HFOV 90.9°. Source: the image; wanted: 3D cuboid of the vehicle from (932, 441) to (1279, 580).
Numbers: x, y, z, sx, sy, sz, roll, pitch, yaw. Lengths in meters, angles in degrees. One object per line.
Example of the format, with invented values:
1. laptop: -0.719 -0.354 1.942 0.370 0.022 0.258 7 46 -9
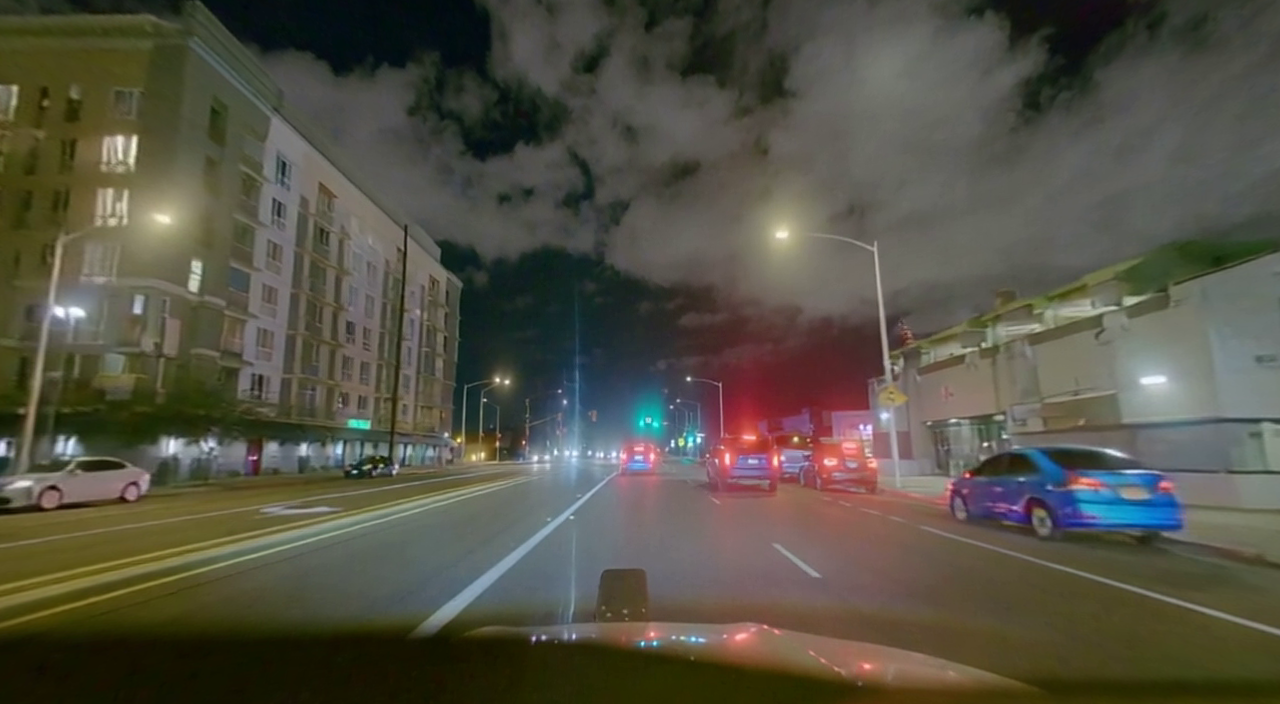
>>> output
1. vehicle: 6.644 2.230 9.795 2.107 1.589 4.477 1 -9 1

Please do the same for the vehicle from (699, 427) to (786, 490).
1. vehicle: 3.385 3.661 21.887 2.159 1.938 4.836 0 -9 -1

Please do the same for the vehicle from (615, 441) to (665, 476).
1. vehicle: 0.026 5.126 30.572 2.245 1.587 4.094 0 -9 0

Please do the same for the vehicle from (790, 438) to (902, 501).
1. vehicle: 6.862 3.955 21.701 2.176 1.901 4.887 0 -9 0

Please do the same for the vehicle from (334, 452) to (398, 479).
1. vehicle: -17.343 7.185 40.160 1.924 1.558 4.620 -1 -9 1

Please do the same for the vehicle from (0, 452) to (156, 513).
1. vehicle: -17.460 3.816 18.943 1.946 1.471 4.912 -1 -8 0
